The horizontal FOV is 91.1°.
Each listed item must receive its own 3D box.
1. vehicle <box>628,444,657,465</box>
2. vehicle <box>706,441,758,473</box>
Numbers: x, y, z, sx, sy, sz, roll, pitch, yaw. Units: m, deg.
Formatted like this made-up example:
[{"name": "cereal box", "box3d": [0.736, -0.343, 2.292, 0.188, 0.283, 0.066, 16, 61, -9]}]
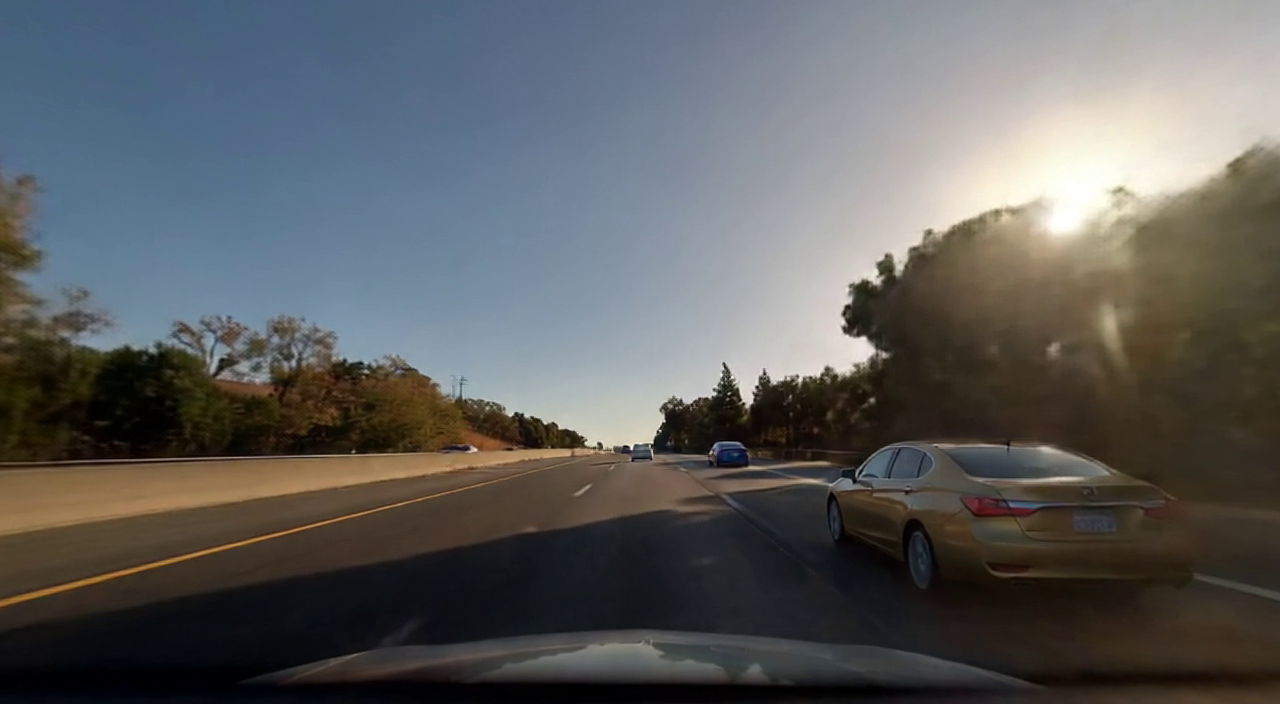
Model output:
[{"name": "vehicle", "box3d": [0.160, 7.446, 45.956, 2.052, 1.449, 3.857, 0, -8, 0]}, {"name": "vehicle", "box3d": [4.687, 5.439, 32.702, 2.008, 1.524, 4.598, 0, -8, 0]}]
